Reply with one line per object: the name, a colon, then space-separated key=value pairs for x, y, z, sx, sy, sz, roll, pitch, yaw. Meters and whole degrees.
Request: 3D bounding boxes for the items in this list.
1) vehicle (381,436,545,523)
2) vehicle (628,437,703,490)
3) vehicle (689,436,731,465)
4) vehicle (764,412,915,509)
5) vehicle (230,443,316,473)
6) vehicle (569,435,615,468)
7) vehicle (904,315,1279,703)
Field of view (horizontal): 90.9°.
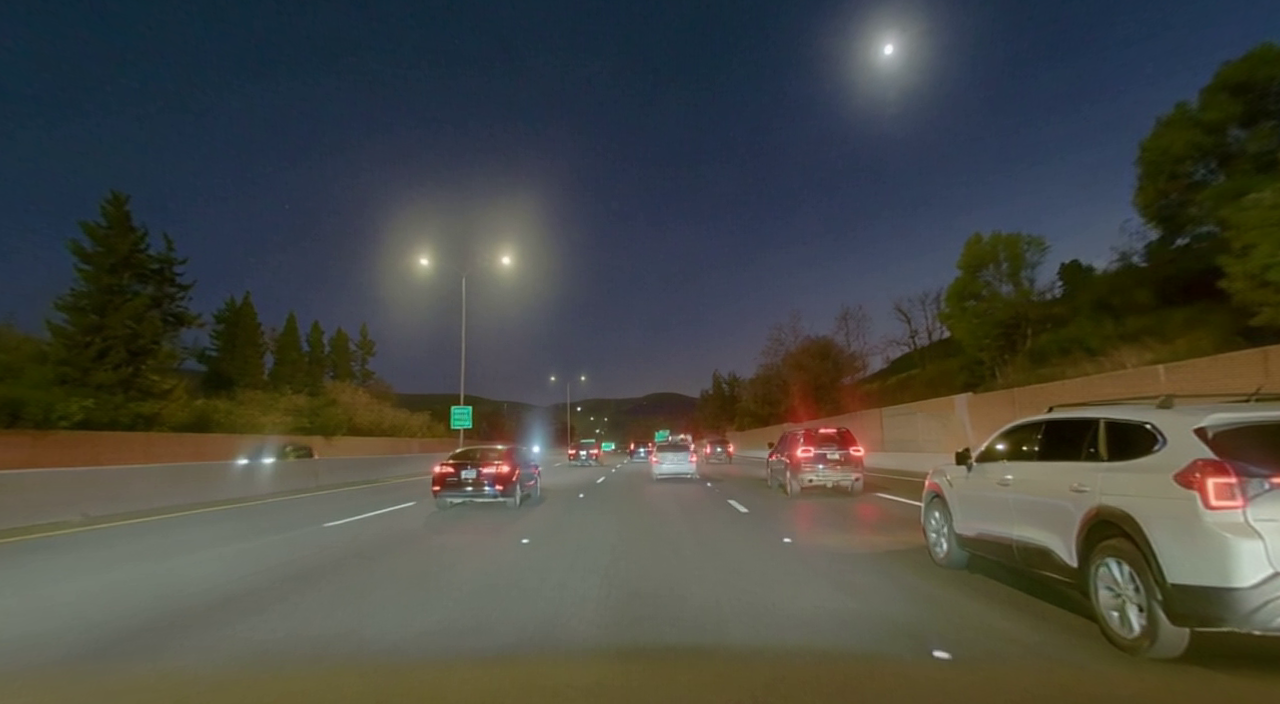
vehicle: x=-3.321 y=2.465 z=12.858 sx=1.961 sy=1.456 sz=4.362 roll=0 pitch=-8 yaw=1
vehicle: x=0.688 y=3.402 z=19.677 sx=2.105 sy=1.471 sz=3.978 roll=0 pitch=-8 yaw=-1
vehicle: x=3.897 y=5.545 z=35.582 sx=1.855 sy=1.513 sz=3.915 roll=0 pitch=-8 yaw=-1
vehicle: x=4.348 y=2.444 z=14.657 sx=1.970 sy=1.872 sz=4.575 roll=0 pitch=-8 yaw=0
vehicle: x=-21.592 y=6.236 z=37.389 sx=2.044 sy=1.674 sz=4.991 roll=0 pitch=-8 yaw=0
vehicle: x=-2.716 y=5.824 z=37.193 sx=2.154 sy=1.793 sz=4.736 roll=0 pitch=-8 yaw=2
vehicle: x=3.768 y=1.005 z=4.429 sx=1.930 sy=1.831 sz=4.344 roll=0 pitch=-8 yaw=0
